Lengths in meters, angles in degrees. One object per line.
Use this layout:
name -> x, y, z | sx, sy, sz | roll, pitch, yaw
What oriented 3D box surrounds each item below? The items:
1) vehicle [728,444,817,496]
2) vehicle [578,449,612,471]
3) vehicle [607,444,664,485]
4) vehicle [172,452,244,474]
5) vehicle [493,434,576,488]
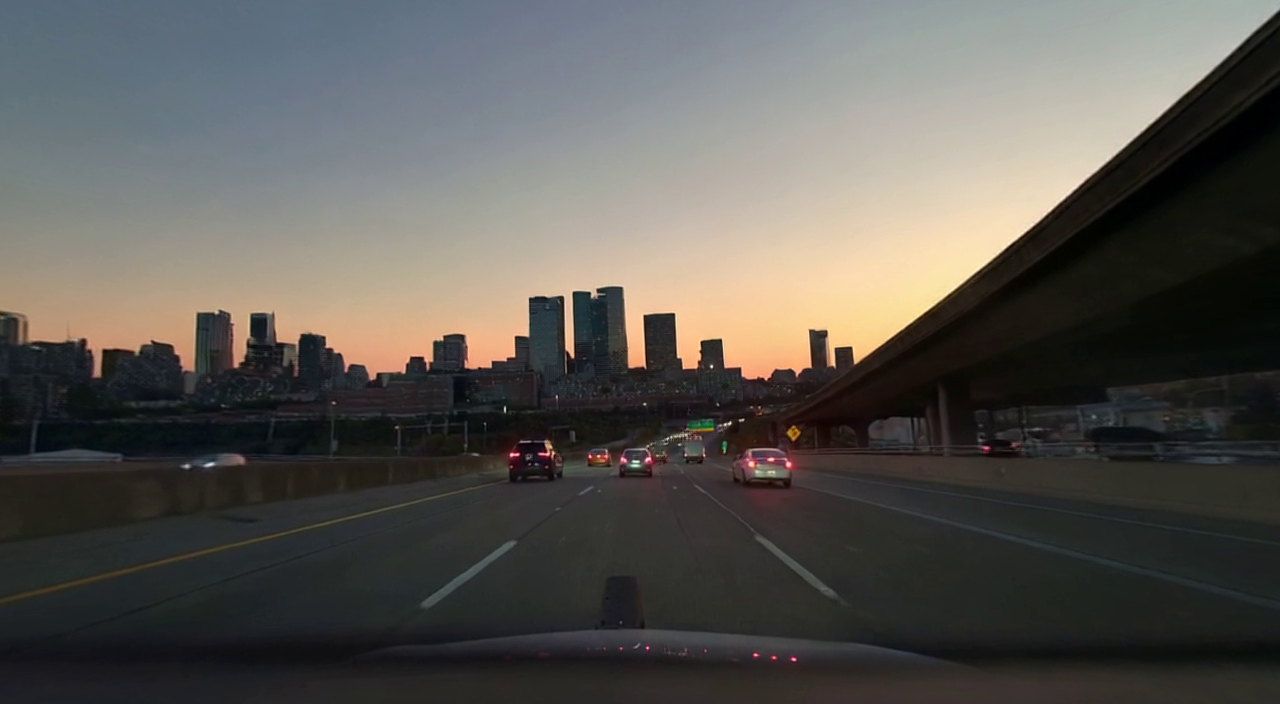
vehicle -> 4.128, 3.735, 20.371 | 1.974, 1.490, 3.994 | 0, -9, -1
vehicle -> -3.152, 7.637, 44.704 | 1.868, 1.431, 4.055 | 0, -9, 3
vehicle -> -0.131, 4.479, 25.399 | 2.089, 1.493, 3.964 | 0, -9, 1
vehicle -> -32.503, 8.345, 47.541 | 1.808, 1.518, 4.830 | -2, -9, 3
vehicle -> -3.841, 4.076, 23.859 | 2.142, 1.819, 4.648 | 0, -9, 3
